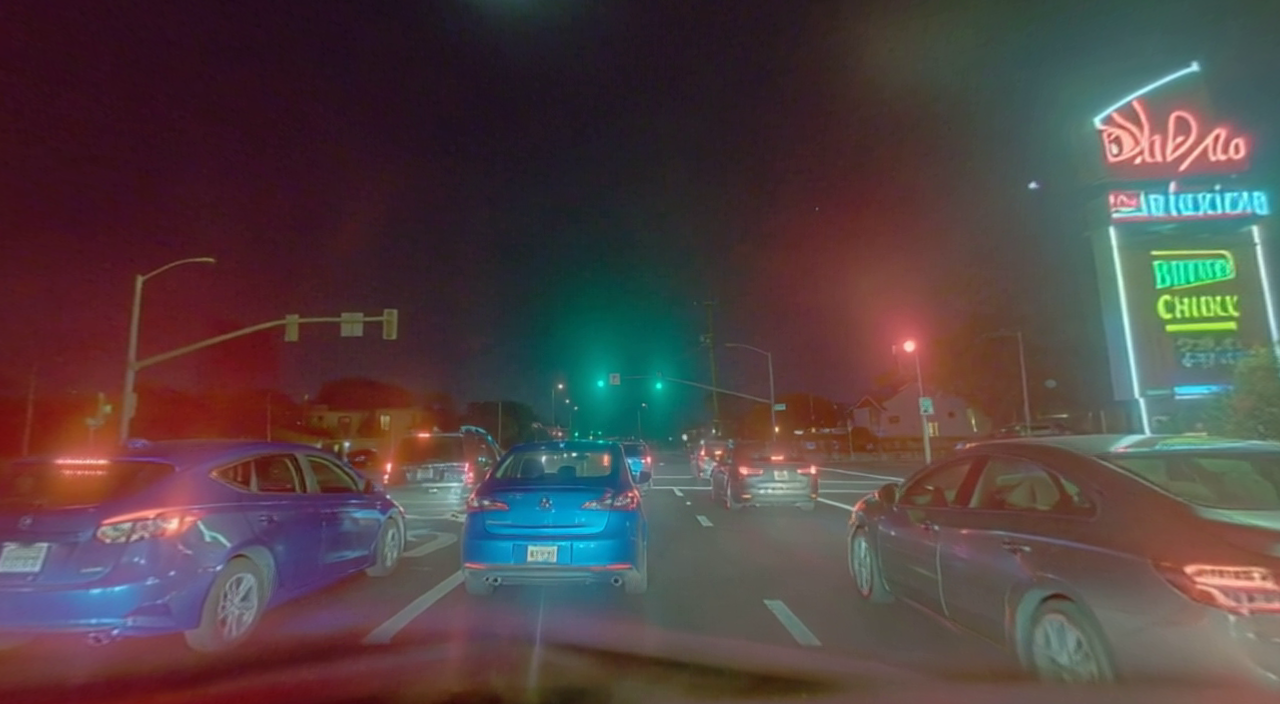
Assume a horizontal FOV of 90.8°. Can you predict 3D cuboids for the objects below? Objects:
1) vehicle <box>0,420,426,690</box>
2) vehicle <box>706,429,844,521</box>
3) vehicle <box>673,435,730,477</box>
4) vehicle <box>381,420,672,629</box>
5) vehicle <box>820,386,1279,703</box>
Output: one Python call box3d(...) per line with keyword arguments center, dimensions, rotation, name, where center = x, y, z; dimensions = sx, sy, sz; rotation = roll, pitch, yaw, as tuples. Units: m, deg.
box3d(center=(-3.662, 1.459, 5.779), dimensions=(2.058, 1.474, 4.473), rotation=(0, -9, -3), name="vehicle")
box3d(center=(2.634, 2.512, 13.435), dimensions=(1.956, 1.615, 4.205), rotation=(0, -9, -1), name="vehicle")
box3d(center=(2.688, 4.687, 28.647), dimensions=(2.063, 1.750, 4.410), rotation=(0, -9, -1), name="vehicle")
box3d(center=(-0.866, 1.547, 6.588), dimensions=(2.104, 1.500, 3.815), rotation=(0, -9, -1), name="vehicle")
box3d(center=(2.773, 1.140, 3.847), dimensions=(2.014, 1.464, 4.312), rotation=(0, -9, -1), name="vehicle")
